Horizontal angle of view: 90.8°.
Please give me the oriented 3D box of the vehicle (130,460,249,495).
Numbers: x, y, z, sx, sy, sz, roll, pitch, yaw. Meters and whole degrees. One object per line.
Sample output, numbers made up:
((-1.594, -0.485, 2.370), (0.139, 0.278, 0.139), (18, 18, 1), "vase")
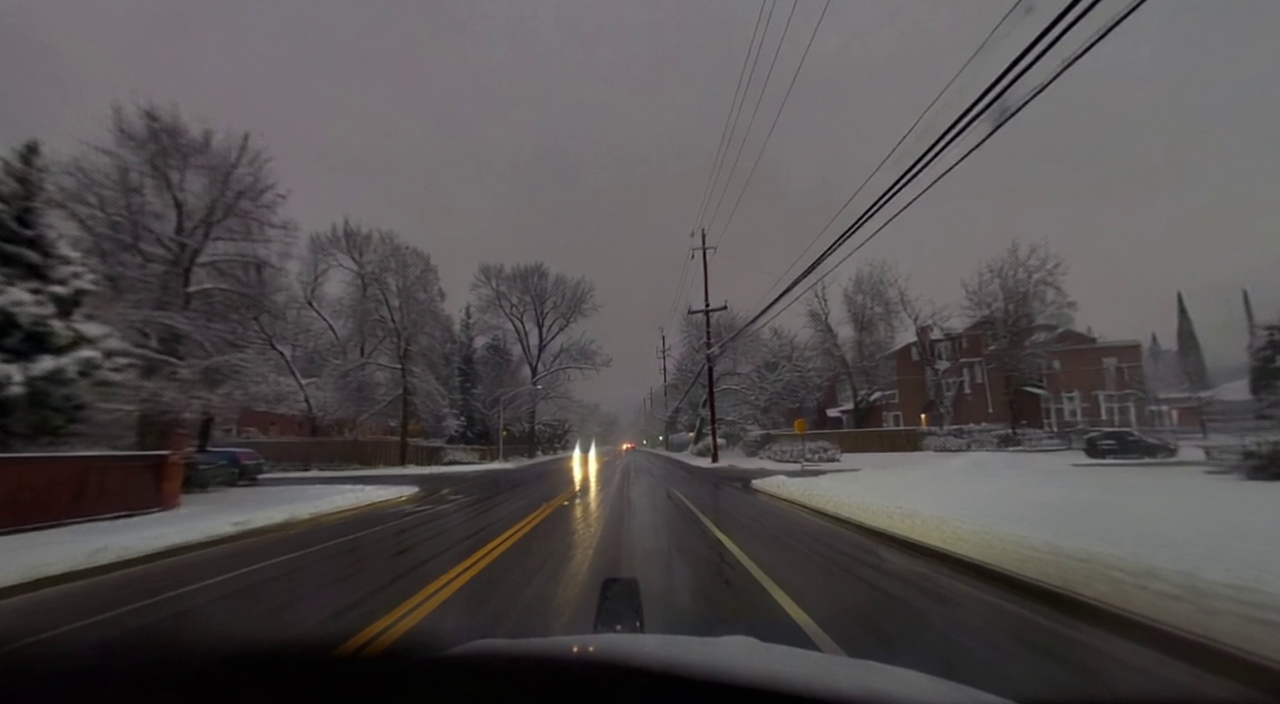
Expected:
((-21.125, 5.898, 29.743), (4.241, 1.385, 1.727), (2, -11, 2), "vehicle")
